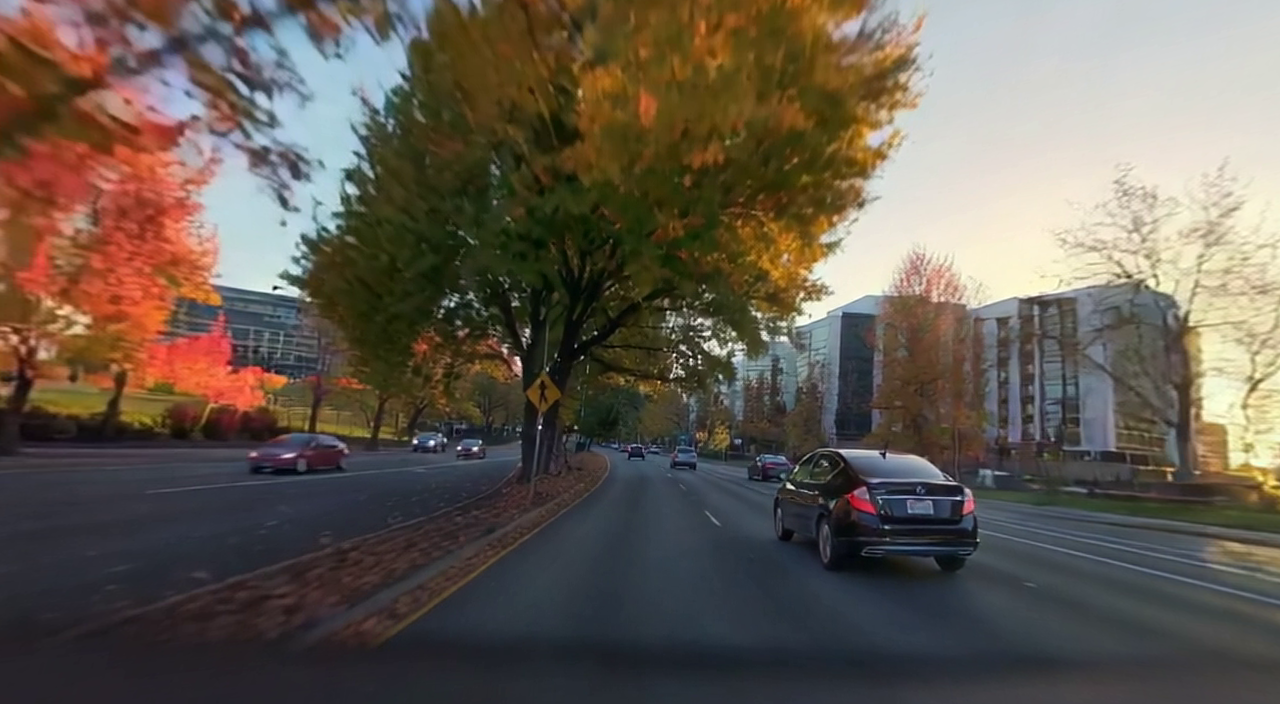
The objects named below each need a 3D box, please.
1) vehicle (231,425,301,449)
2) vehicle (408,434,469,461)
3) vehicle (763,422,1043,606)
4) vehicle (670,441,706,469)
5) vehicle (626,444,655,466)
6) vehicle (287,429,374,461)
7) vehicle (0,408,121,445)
[{"bbox_3d":[-25.726,5.868,43.556,1.865,1.526,4.674,2,-8,1],"label":"vehicle"},{"bbox_3d":[-11.831,5.636,37.314,2.075,1.472,4.571,0,-9,0],"label":"vehicle"},{"bbox_3d":[2.919,1.842,8.035,1.901,1.634,3.896,3,-8,0],"label":"vehicle"},{"bbox_3d":[3.586,7.761,47.776,2.154,1.844,4.634,5,-9,0],"label":"vehicle"},{"bbox_3d":[-0.024,7.302,44.683,1.991,1.477,3.814,0,-9,-1],"label":"vehicle"},{"bbox_3d":[-15.424,4.667,31.722,1.985,1.479,4.657,0,-8,0],"label":"vehicle"},{"bbox_3d":[-32.407,4.260,35.487,2.111,1.894,4.981,0,-8,-1],"label":"vehicle"}]
